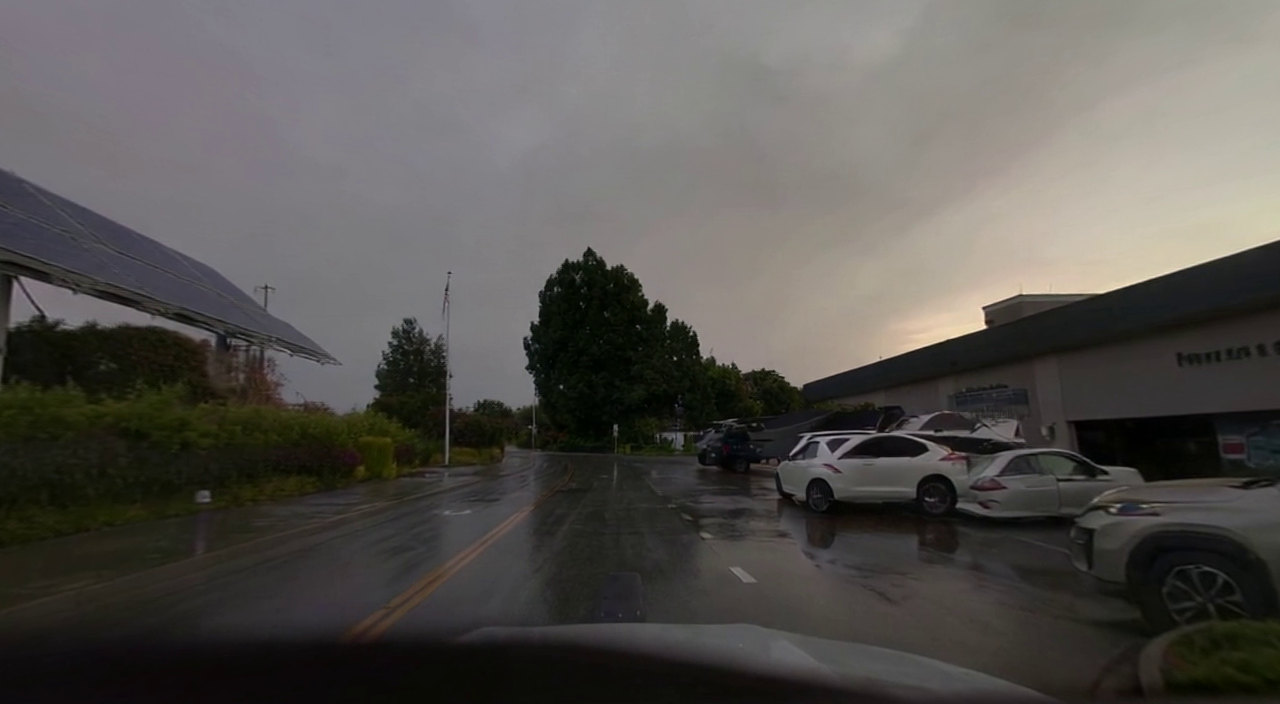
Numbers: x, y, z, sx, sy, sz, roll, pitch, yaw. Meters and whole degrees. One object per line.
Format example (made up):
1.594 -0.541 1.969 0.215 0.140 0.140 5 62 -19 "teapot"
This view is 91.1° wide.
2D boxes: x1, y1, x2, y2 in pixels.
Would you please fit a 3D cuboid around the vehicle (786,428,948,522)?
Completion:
5.084 2.804 14.850 1.977 1.860 4.237 0 -9 -4 "vehicle"

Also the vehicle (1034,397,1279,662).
5.995 1.308 4.709 2.113 1.945 4.546 5 -10 -29 "vehicle"
